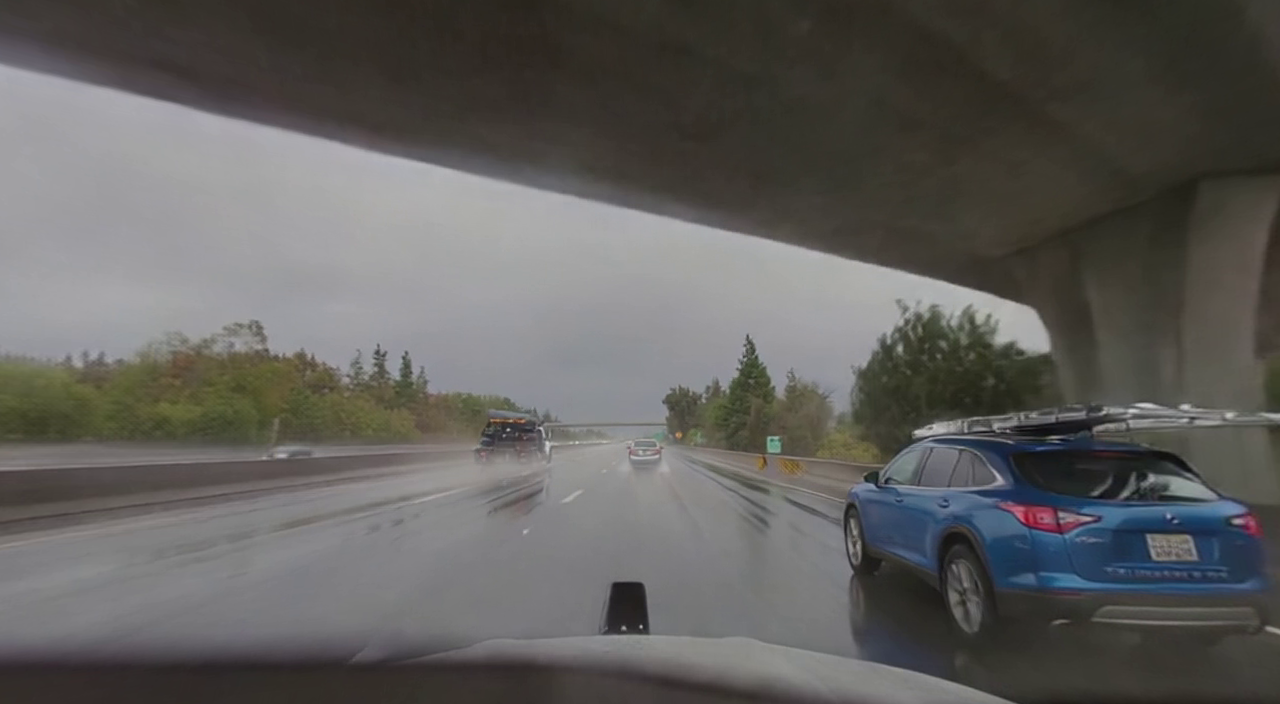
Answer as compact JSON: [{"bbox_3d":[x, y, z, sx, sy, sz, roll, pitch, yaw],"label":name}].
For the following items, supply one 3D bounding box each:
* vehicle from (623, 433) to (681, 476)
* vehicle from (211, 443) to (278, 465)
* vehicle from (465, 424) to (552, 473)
[{"bbox_3d":[0.507,4.447,27.535,2.336,1.722,4.212,0,-8,0],"label":"vehicle"},{"bbox_3d":[-28.440,7.337,45.546,1.791,1.461,4.568,0,-8,2],"label":"vehicle"},{"bbox_3d":[-6.541,4.939,32.543,2.827,2.236,7.057,0,-8,1],"label":"vehicle"}]
